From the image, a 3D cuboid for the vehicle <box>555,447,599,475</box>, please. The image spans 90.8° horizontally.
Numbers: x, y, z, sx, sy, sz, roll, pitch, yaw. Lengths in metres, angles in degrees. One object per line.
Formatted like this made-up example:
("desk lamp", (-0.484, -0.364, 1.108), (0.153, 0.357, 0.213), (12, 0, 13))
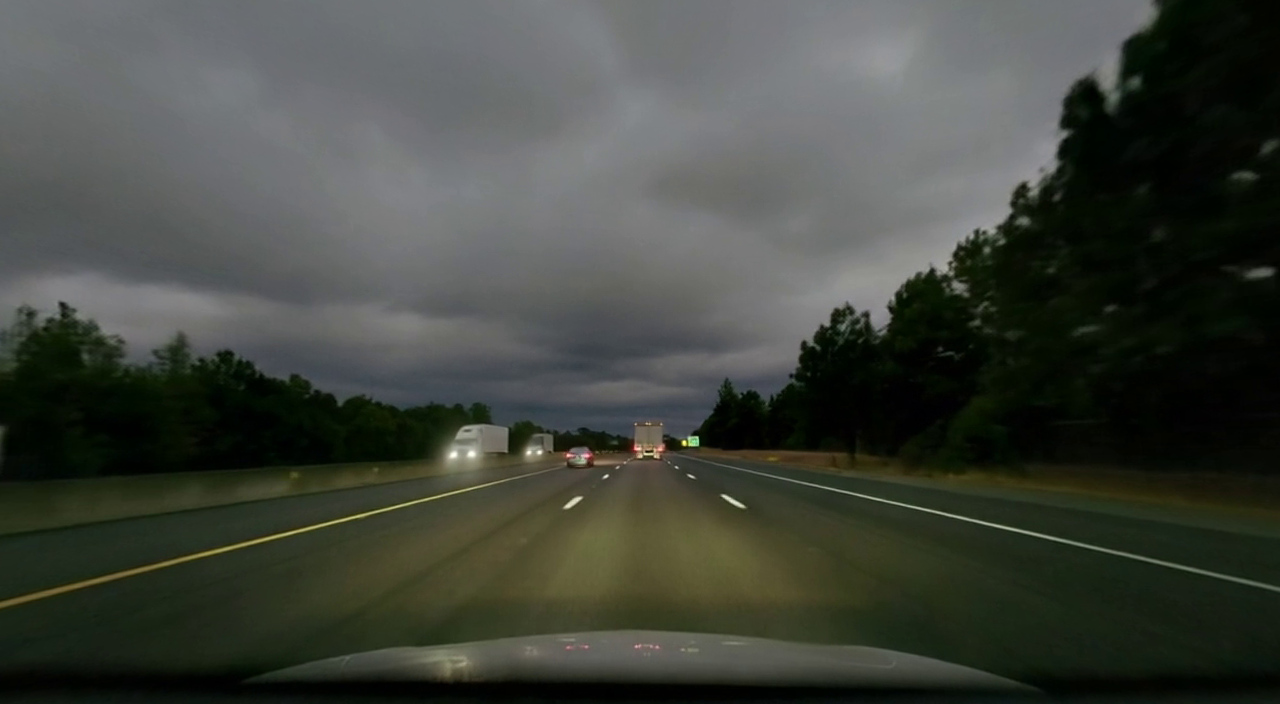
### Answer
("vehicle", (-3.400, 5.939, 34.663), (1.955, 1.438, 4.100), (0, -9, 1))
